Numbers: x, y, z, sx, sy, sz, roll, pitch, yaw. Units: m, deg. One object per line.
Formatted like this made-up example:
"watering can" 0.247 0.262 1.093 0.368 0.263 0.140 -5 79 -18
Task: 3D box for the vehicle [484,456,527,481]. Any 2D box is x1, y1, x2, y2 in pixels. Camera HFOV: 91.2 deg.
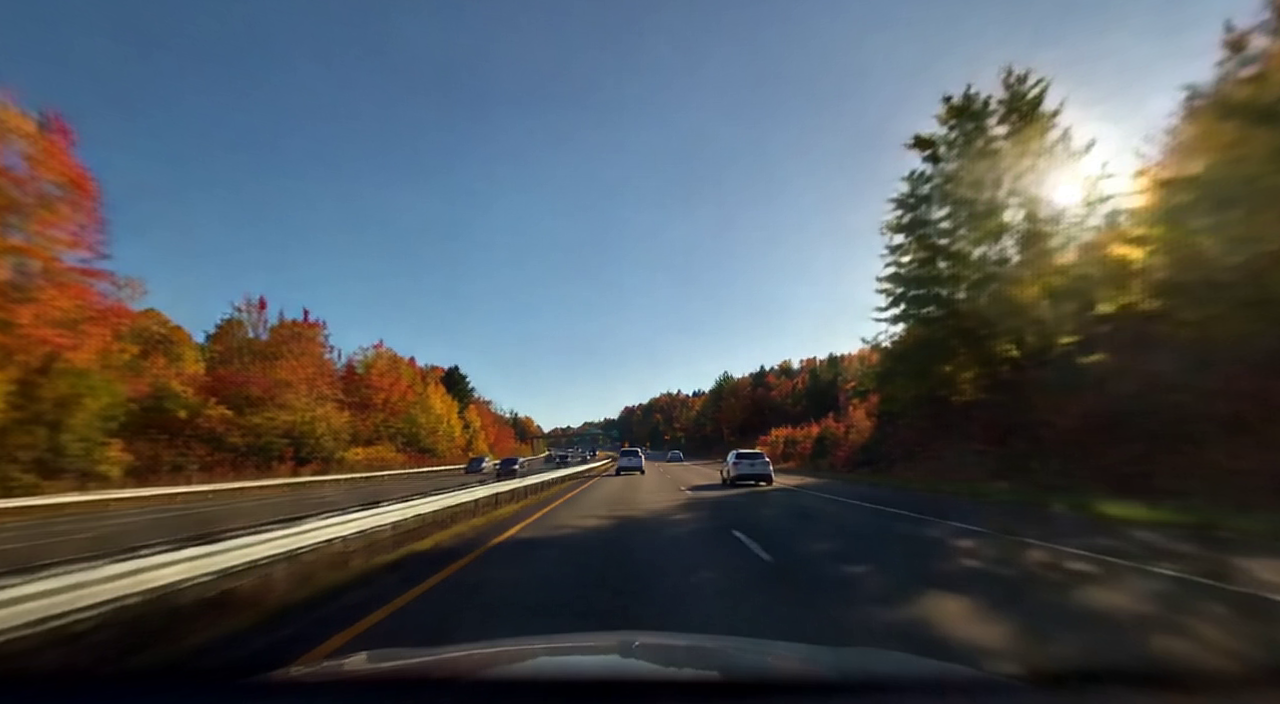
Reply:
"vehicle" -9.309 8.107 43.858 1.935 1.532 4.629 -1 -9 1

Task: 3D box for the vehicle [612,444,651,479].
"vehicle" -0.427 5.783 33.280 1.937 1.699 3.936 -1 -9 0

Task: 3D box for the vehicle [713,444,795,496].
"vehicle" 3.623 3.824 20.724 1.843 1.505 4.339 0 -9 -1
